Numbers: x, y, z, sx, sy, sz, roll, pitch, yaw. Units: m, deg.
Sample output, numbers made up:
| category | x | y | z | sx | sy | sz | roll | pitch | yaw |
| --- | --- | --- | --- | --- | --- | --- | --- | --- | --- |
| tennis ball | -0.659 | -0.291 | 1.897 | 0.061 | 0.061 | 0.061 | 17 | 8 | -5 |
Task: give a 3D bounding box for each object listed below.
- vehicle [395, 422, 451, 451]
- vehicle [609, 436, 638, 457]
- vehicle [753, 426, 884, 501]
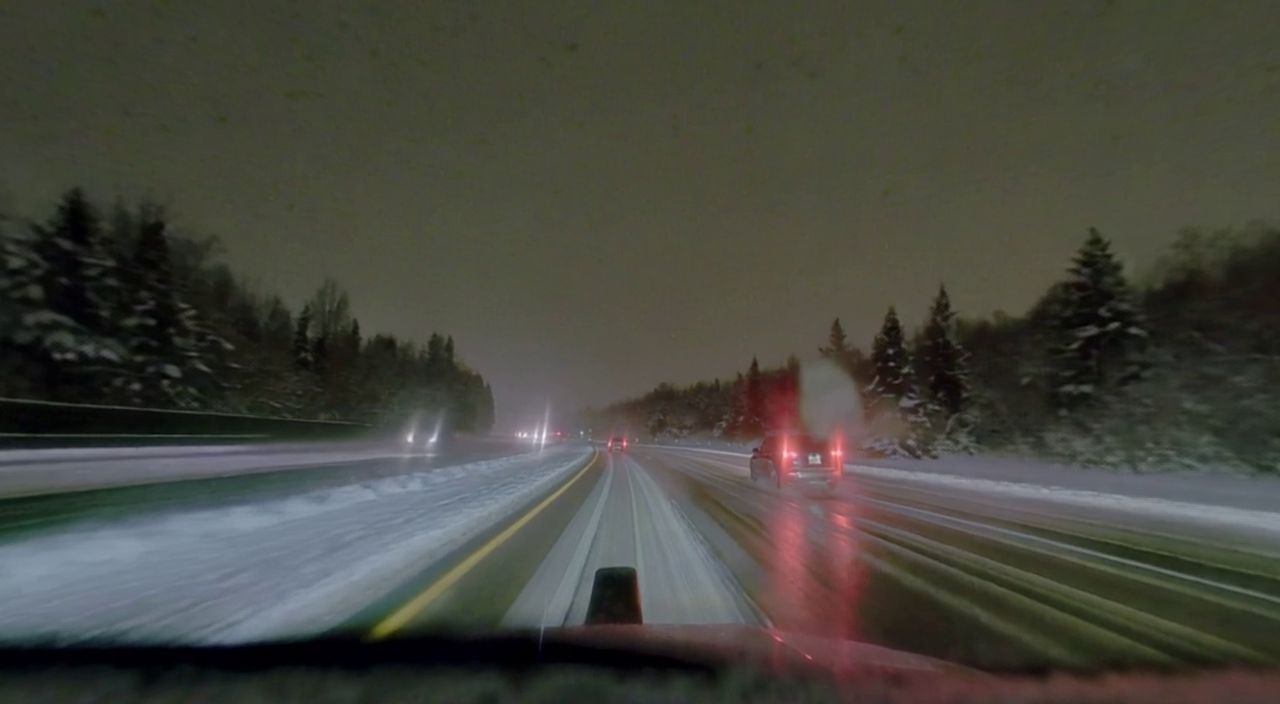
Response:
| category | x | y | z | sx | sy | sz | roll | pitch | yaw |
| --- | --- | --- | --- | --- | --- | --- | --- | --- | --- |
| vehicle | -13.311 | 5.242 | 38.848 | 1.962 | 1.640 | 4.442 | 0 | -8 | -2 |
| vehicle | -1.234 | 6.885 | 45.932 | 1.998 | 1.512 | 3.735 | 0 | -8 | -3 |
| vehicle | 3.958 | 2.510 | 14.583 | 1.852 | 1.513 | 3.652 | 0 | -8 | -2 |
